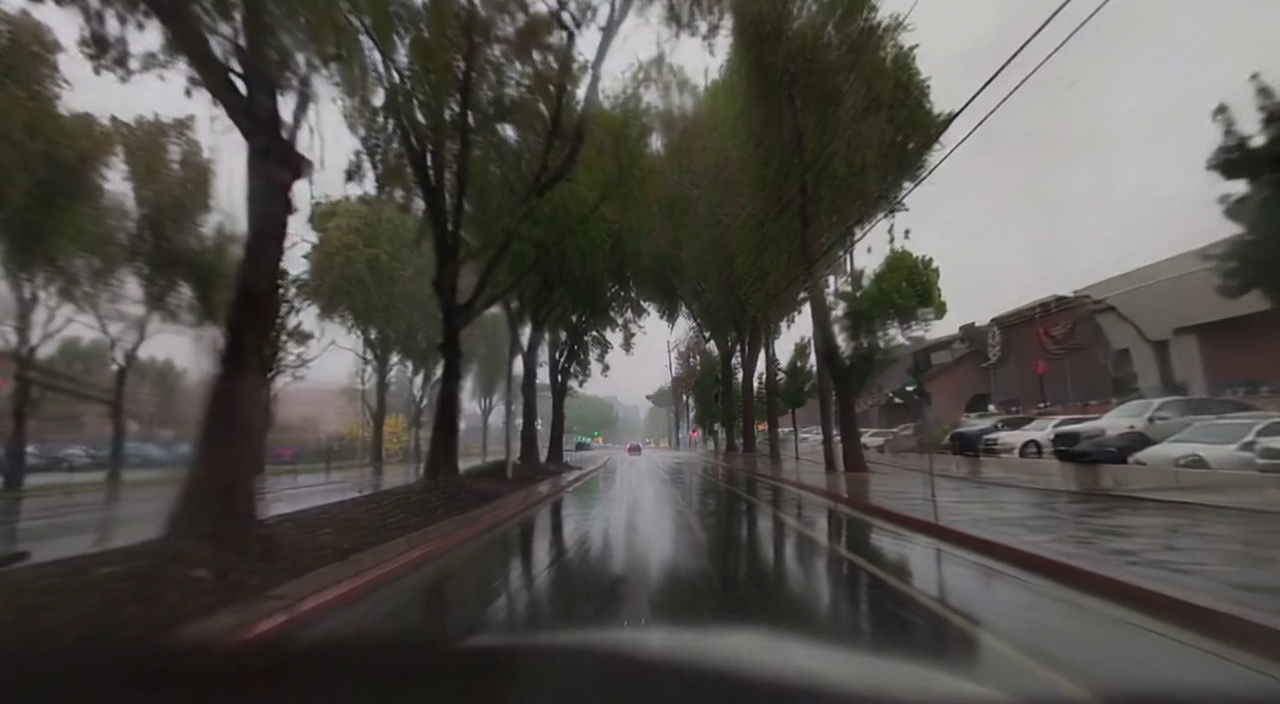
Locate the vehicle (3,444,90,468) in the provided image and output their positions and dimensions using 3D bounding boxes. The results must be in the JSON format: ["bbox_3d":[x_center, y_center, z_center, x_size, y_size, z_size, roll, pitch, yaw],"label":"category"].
[{"bbox_3d":[-43.999,7.731,46.815,4.359,1.748,1.976,0,-8,-1],"label":"vehicle"}]

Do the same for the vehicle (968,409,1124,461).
[{"bbox_3d":[12.934,2.667,20.247,3.686,1.428,1.802,-3,-7,0],"label":"vehicle"}]

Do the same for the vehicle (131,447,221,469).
[{"bbox_3d":[-30.719,6.996,41.775,4.448,1.430,1.888,0,-8,1],"label":"vehicle"}]

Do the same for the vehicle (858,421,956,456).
[{"bbox_3d":[13.362,4.332,31.670,3.953,1.492,1.921,-3,-7,-1],"label":"vehicle"}]

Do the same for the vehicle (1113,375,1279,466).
[{"bbox_3d":[12.779,1.428,12.845,4.469,1.709,2.098,0,-8,2],"label":"vehicle"}]

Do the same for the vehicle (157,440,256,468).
[{"bbox_3d":[-30.722,7.251,44.796,5.435,1.920,2.245,0,-8,3],"label":"vehicle"}]
